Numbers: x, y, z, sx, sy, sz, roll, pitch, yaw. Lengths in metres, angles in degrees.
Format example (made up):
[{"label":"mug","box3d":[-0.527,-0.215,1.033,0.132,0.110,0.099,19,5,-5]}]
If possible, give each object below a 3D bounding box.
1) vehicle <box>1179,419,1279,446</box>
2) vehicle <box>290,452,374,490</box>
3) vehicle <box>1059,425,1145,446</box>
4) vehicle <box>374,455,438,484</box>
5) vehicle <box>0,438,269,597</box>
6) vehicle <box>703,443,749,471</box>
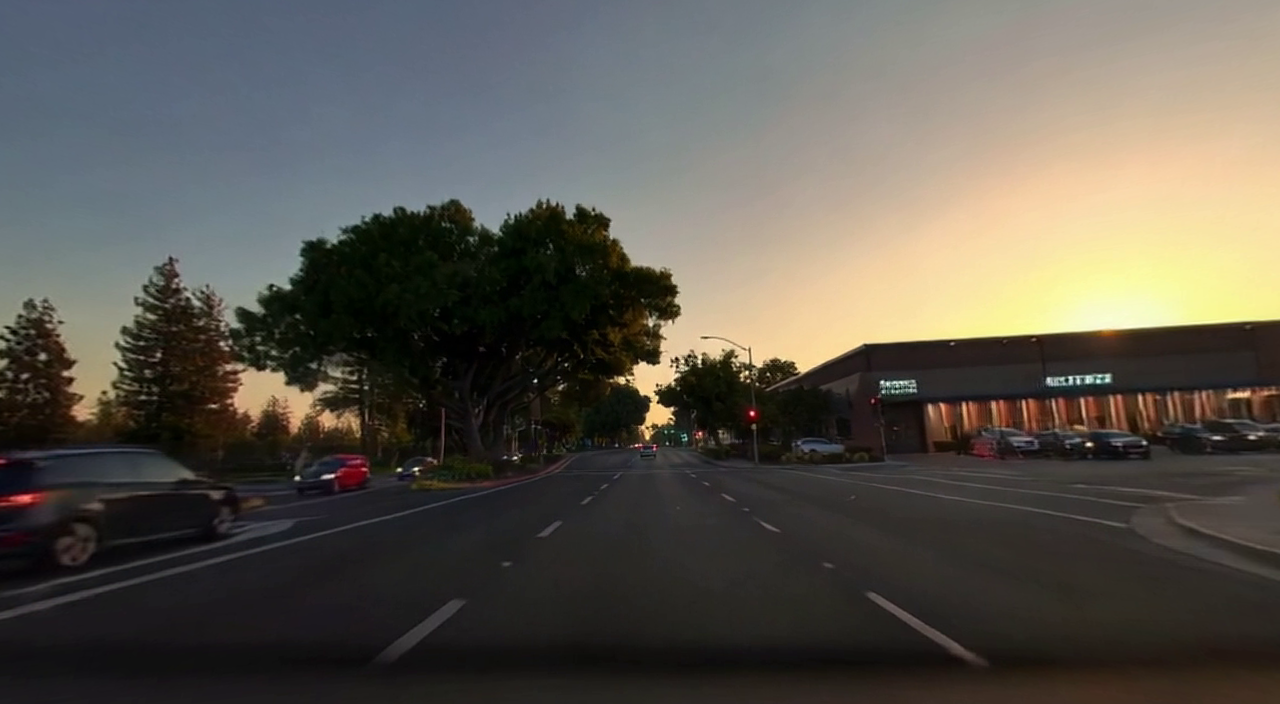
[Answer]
[{"label":"vehicle","box3d":[33.814,4.687,36.344,1.753,1.399,4.538,-1,-8,5]},{"label":"vehicle","box3d":[-16.653,6.423,34.428,2.072,1.862,4.948,0,-8,0]},{"label":"vehicle","box3d":[33.223,6.051,45.433,4.540,1.446,1.919,-1,-8,5]},{"label":"vehicle","box3d":[-13.158,6.591,35.723,1.847,1.424,4.521,-1,-8,1]},{"label":"vehicle","box3d":[-7.899,2.110,9.118,2.231,1.650,5.052,0,-8,-4]},{"label":"vehicle","box3d":[4.655,5.752,34.766,1.913,1.463,4.198,0,-8,-1]}]
